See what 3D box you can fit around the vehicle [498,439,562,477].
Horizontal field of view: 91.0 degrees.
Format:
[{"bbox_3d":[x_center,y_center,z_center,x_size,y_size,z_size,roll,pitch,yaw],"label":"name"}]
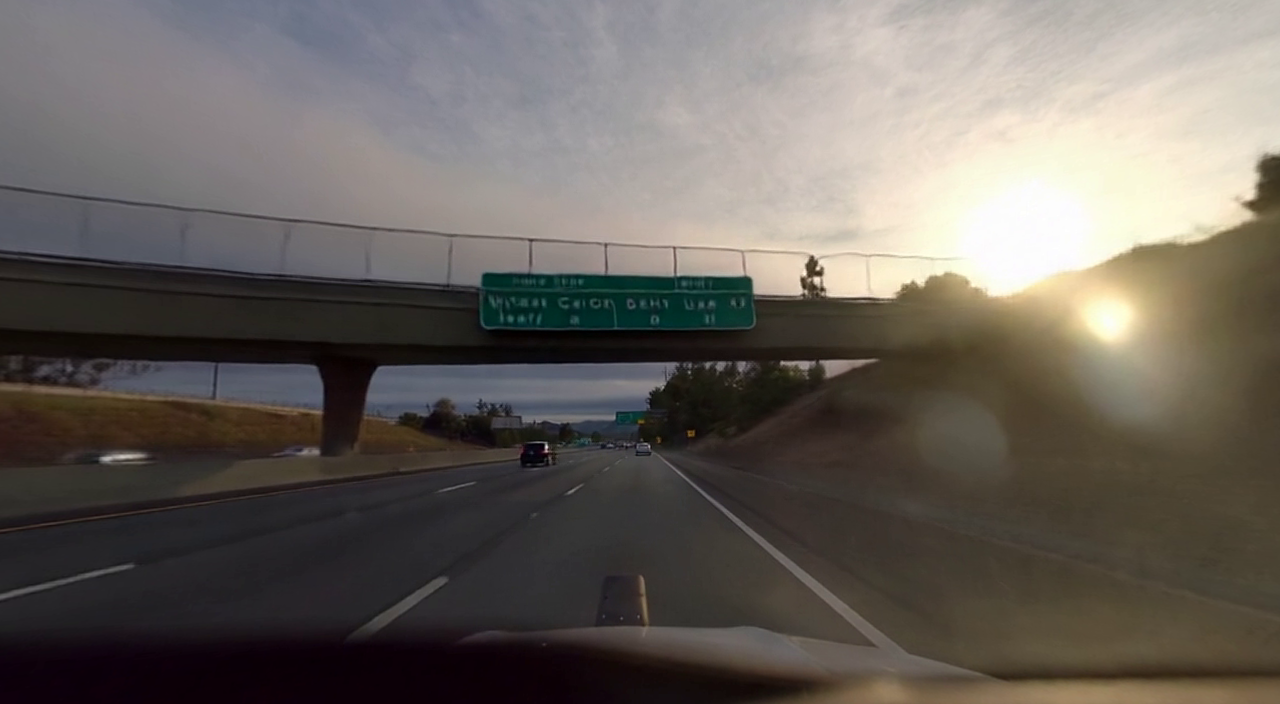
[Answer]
[{"bbox_3d":[-4.888,4.791,28.780,1.916,1.545,4.757,0,-8,2],"label":"vehicle"}]
